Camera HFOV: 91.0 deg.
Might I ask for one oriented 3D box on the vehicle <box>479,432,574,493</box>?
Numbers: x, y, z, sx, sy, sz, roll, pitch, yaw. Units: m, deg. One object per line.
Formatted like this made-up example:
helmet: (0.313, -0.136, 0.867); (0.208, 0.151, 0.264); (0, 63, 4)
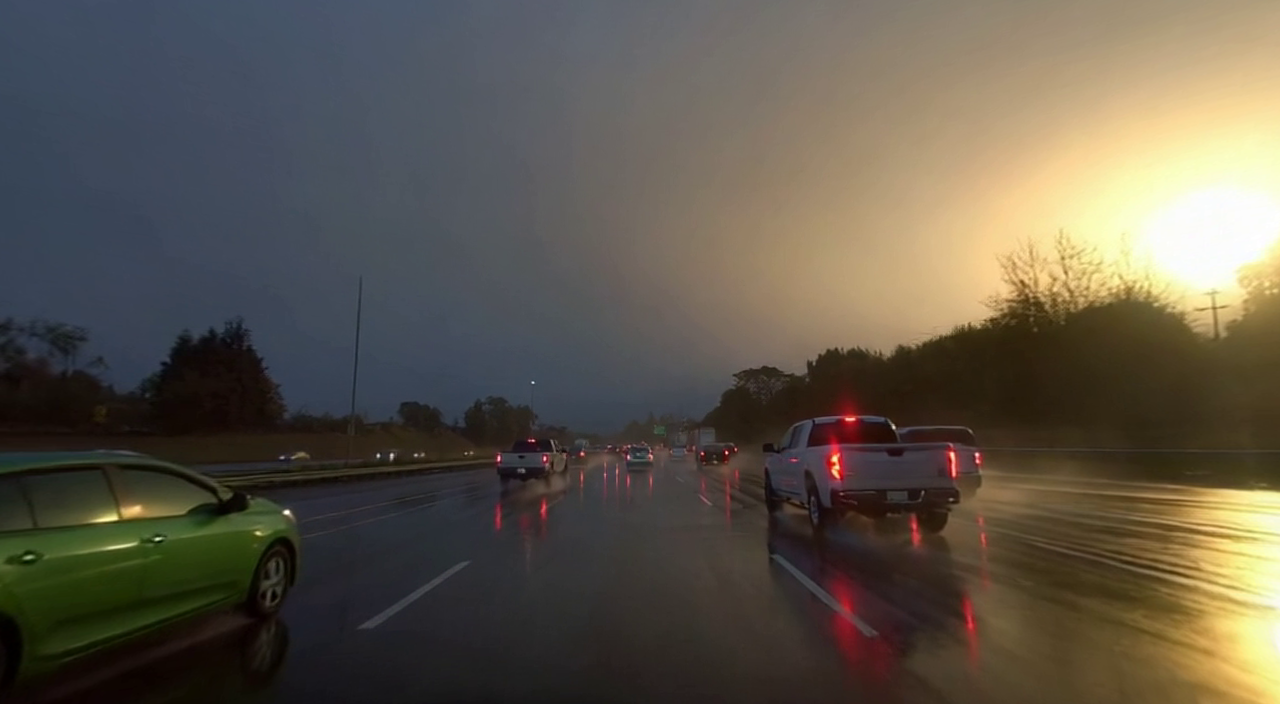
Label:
vehicle: (-3.664, 3.688, 21.353); (2.176, 1.783, 4.799); (0, -9, 2)

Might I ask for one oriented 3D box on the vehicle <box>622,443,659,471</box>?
vehicle: (0.014, 6.326, 38.243); (2.147, 1.572, 4.094); (0, -9, 0)

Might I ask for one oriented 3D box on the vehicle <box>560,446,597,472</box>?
vehicle: (-3.688, 6.505, 38.601); (1.907, 1.484, 3.954); (0, -9, -1)

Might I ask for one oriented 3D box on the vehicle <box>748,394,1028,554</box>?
vehicle: (3.490, 1.898, 10.477); (2.340, 1.925, 5.529); (0, -9, -1)

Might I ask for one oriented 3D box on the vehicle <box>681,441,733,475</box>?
vehicle: (3.396, 5.501, 32.812); (2.145, 1.636, 4.437); (1, -9, -2)

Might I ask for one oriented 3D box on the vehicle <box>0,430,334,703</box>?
vehicle: (-3.865, 1.187, 3.646); (1.947, 1.424, 4.264); (0, -9, 1)
